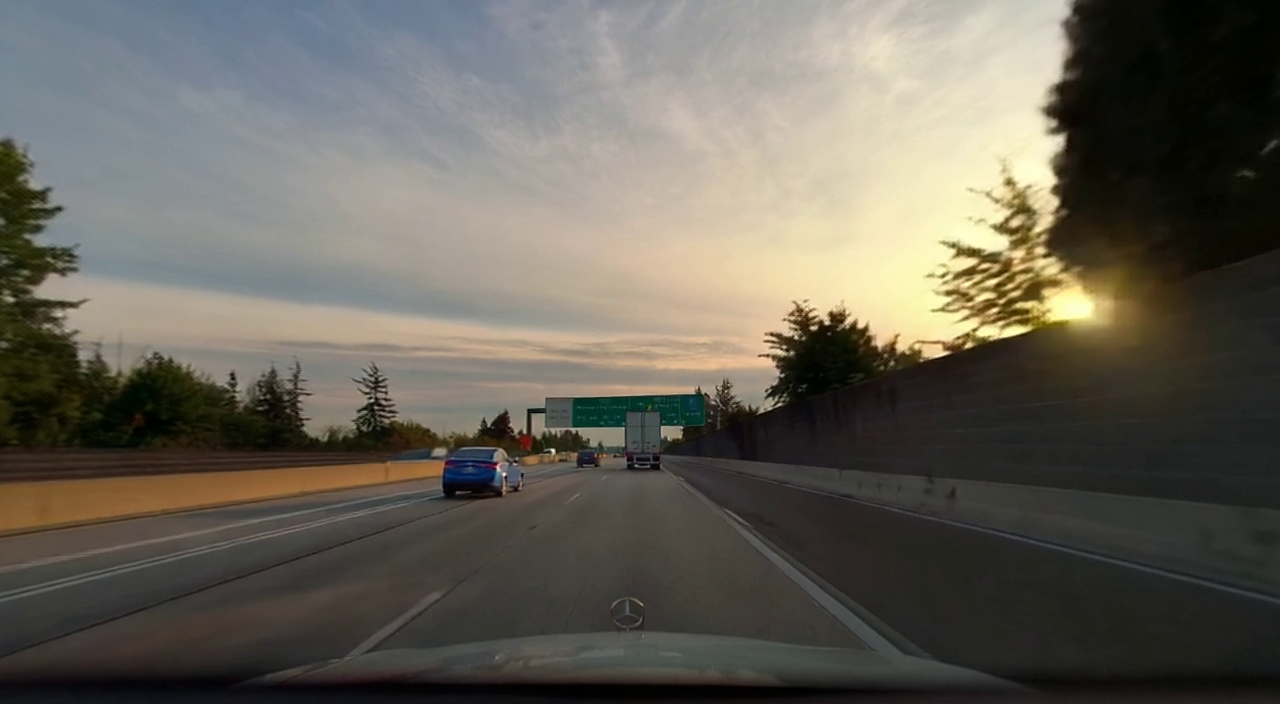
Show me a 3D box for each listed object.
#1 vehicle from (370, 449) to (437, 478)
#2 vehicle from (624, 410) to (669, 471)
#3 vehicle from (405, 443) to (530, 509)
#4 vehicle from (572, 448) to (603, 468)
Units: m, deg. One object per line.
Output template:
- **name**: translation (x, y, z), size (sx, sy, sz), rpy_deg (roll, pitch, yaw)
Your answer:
- **vehicle**: translation (-12.884, 6.071, 34.620), size (1.992, 1.498, 4.289), rpy_deg (0, -9, 0)
- **vehicle**: translation (0.491, 6.768, 47.807), size (2.980, 4.051, 10.359), rpy_deg (0, -9, 1)
- **vehicle**: translation (-4.387, 3.214, 16.875), size (1.977, 1.478, 4.702), rpy_deg (0, -9, 0)
- **vehicle**: translation (-4.071, 8.235, 49.159), size (1.974, 1.531, 4.429), rpy_deg (0, -9, 1)
